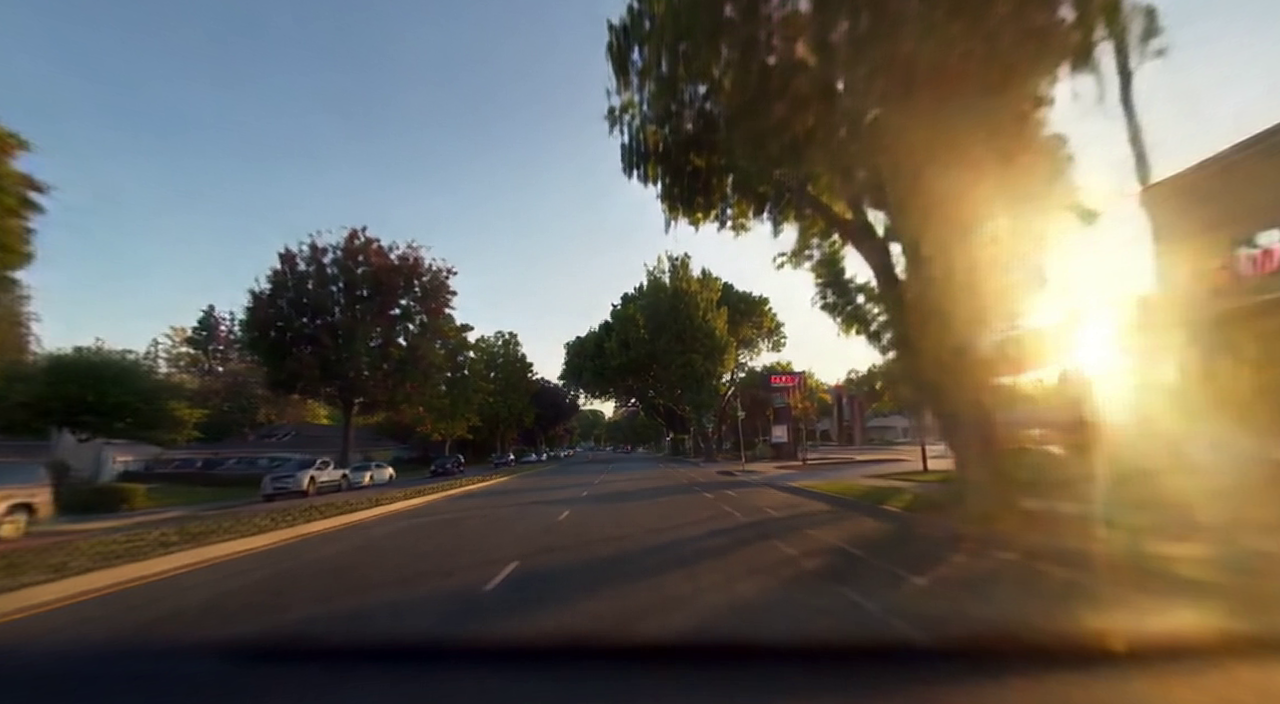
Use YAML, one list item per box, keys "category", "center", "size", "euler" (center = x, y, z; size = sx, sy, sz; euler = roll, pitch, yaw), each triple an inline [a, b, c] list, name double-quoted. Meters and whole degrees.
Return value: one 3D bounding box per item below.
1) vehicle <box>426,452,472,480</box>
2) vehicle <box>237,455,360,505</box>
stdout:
- category: "vehicle"
  center: [-12.842, 7.658, 42.619]
  size: [1.953, 1.558, 3.839]
  euler: [-5, -8, -2]
- category: "vehicle"
  center: [-12.494, 4.668, 23.562]
  size: [1.897, 1.564, 4.875]
  euler: [0, -9, -1]
